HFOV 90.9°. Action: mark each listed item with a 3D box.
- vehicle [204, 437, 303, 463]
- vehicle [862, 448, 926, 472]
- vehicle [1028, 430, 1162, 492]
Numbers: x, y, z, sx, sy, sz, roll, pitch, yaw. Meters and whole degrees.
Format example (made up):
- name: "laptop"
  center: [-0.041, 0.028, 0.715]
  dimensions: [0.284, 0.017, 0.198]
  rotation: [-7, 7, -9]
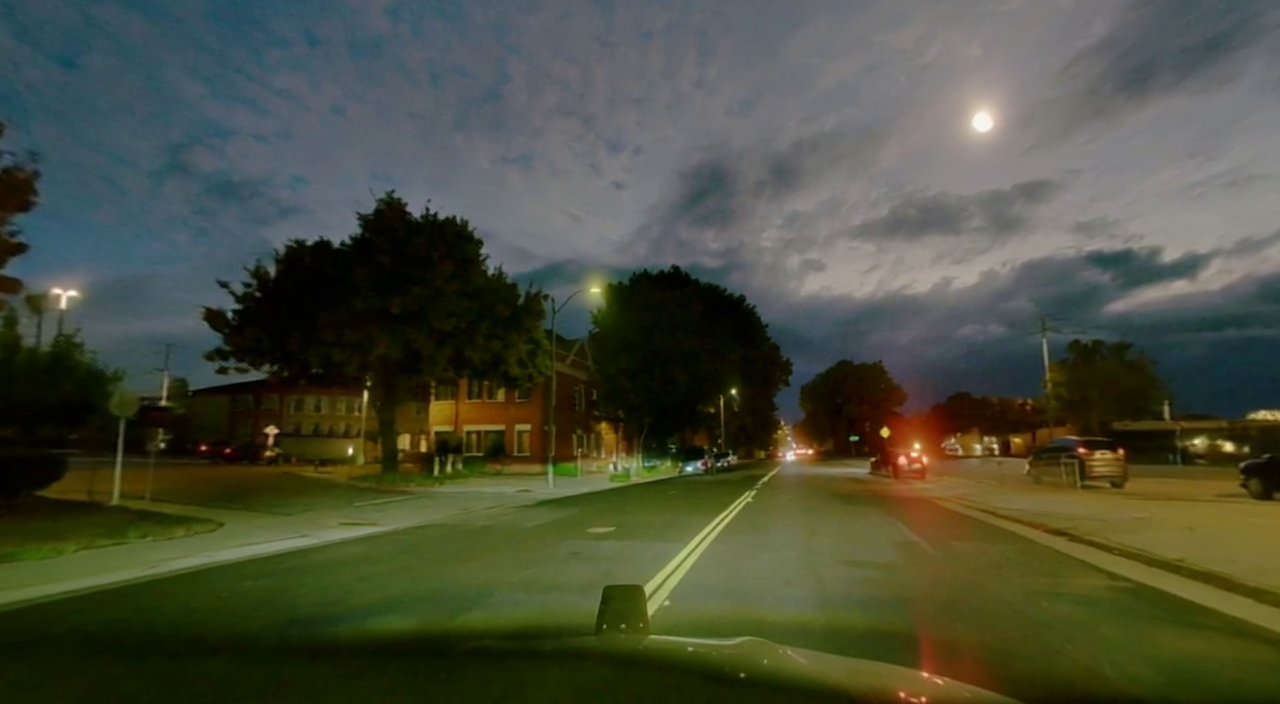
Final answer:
- name: "vehicle"
  center: [-24.499, 6.223, 40.133]
  dimensions: [4.814, 1.609, 2.197]
  rotation: [1, -9, -4]
- name: "vehicle"
  center: [19.273, 8.196, 48.026]
  dimensions: [4.277, 1.740, 2.097]
  rotation: [-2, -9, 16]
- name: "vehicle"
  center: [15.067, 3.612, 21.233]
  dimensions: [2.018, 1.840, 4.662]
  rotation: [-2, -9, 15]
